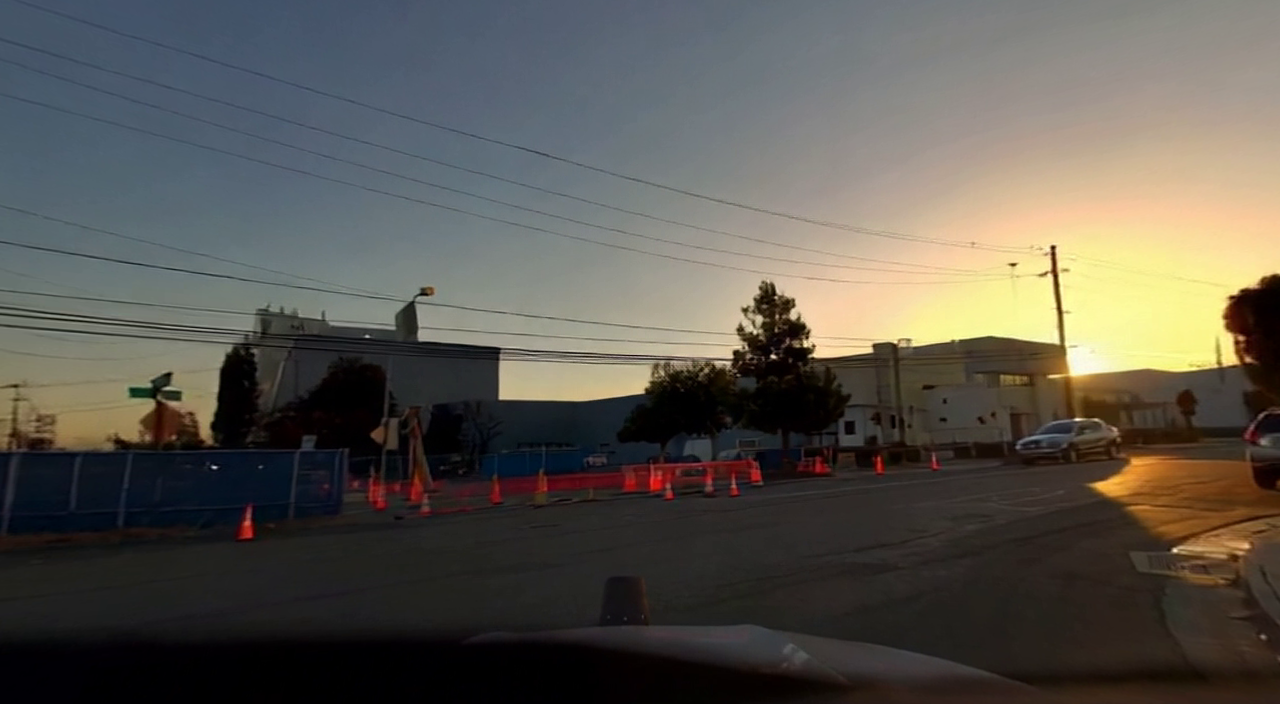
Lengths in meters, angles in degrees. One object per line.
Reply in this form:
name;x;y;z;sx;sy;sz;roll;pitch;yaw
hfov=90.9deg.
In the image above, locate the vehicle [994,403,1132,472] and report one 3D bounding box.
vehicle;22.190;4.525;32.888;8.300;3.218;2.790;6;-12;-34
